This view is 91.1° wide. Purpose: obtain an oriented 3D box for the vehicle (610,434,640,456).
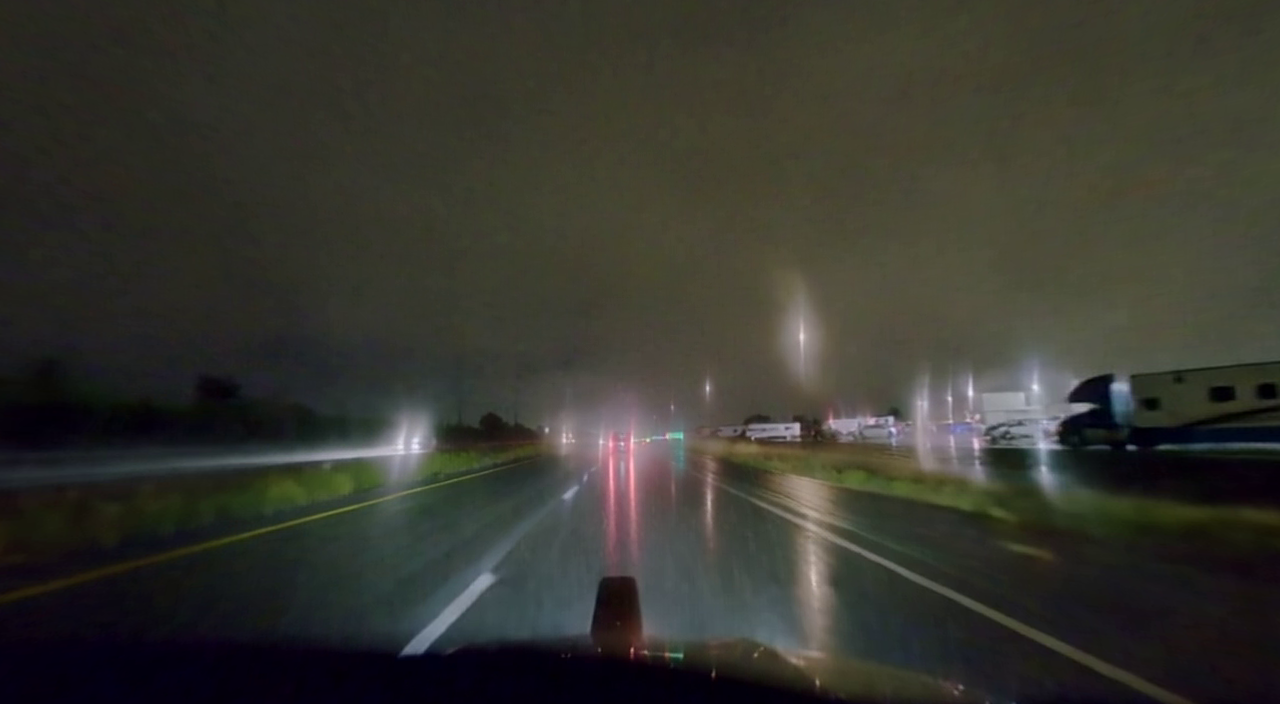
[{"bbox_3d":[-1.113,6.567,44.687,2.037,1.504,4.248,0,-8,-2],"label":"vehicle"}]
